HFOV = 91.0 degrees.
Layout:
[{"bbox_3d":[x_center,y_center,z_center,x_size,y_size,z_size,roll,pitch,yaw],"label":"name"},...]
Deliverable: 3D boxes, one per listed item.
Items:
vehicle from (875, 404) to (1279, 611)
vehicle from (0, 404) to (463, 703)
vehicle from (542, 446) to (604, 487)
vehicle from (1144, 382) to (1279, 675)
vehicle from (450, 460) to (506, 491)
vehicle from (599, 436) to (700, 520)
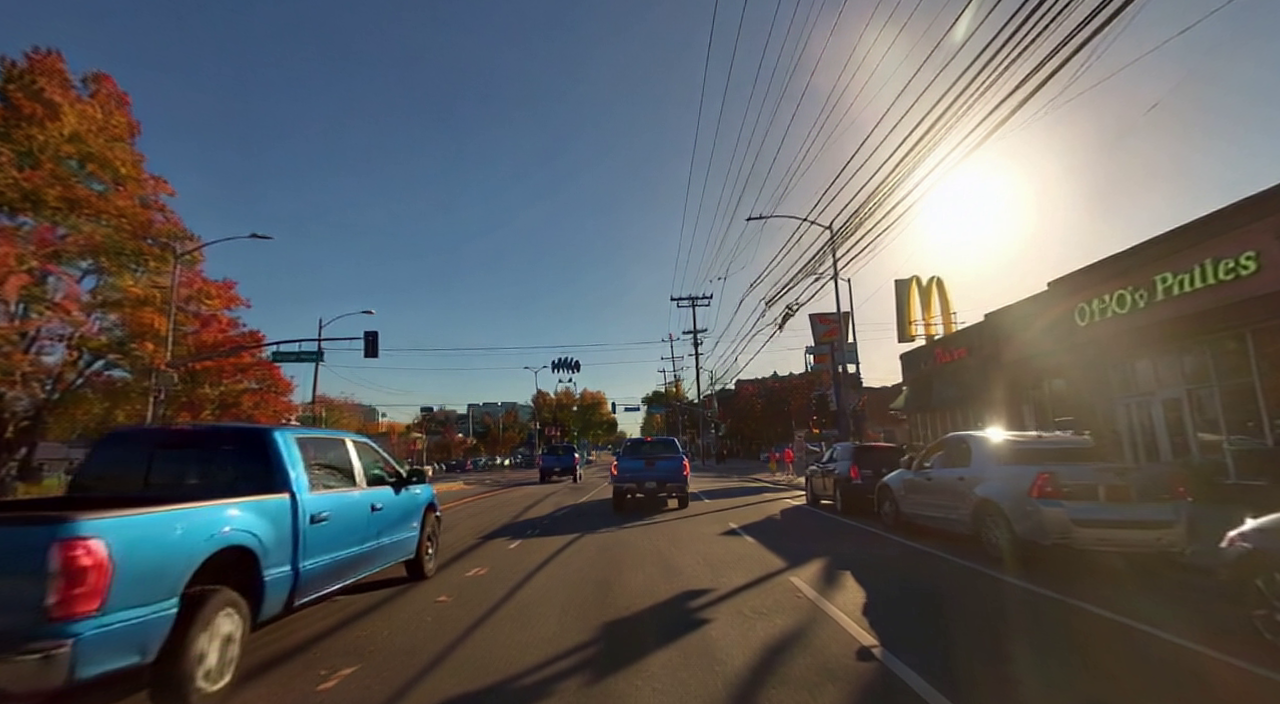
[{"bbox_3d":[4.921,1.733,8.016,2.007,1.786,4.870,0,-9,0],"label":"vehicle"},{"bbox_3d":[-3.145,1.342,4.935,1.995,1.554,4.618,0,-9,2],"label":"vehicle"},{"bbox_3d":[-3.135,5.530,30.811,2.140,1.768,5.092,0,-9,4],"label":"vehicle"},{"bbox_3d":[4.884,0.875,2.490,2.014,1.755,4.520,0,-9,0],"label":"vehicle"},{"bbox_3d":[-9.172,6.988,35.967,1.918,1.522,4.486,0,-9,1],"label":"vehicle"},{"bbox_3d":[0.374,2.957,15.433,2.089,1.699,4.650,0,-9,4],"label":"vehicle"}]
